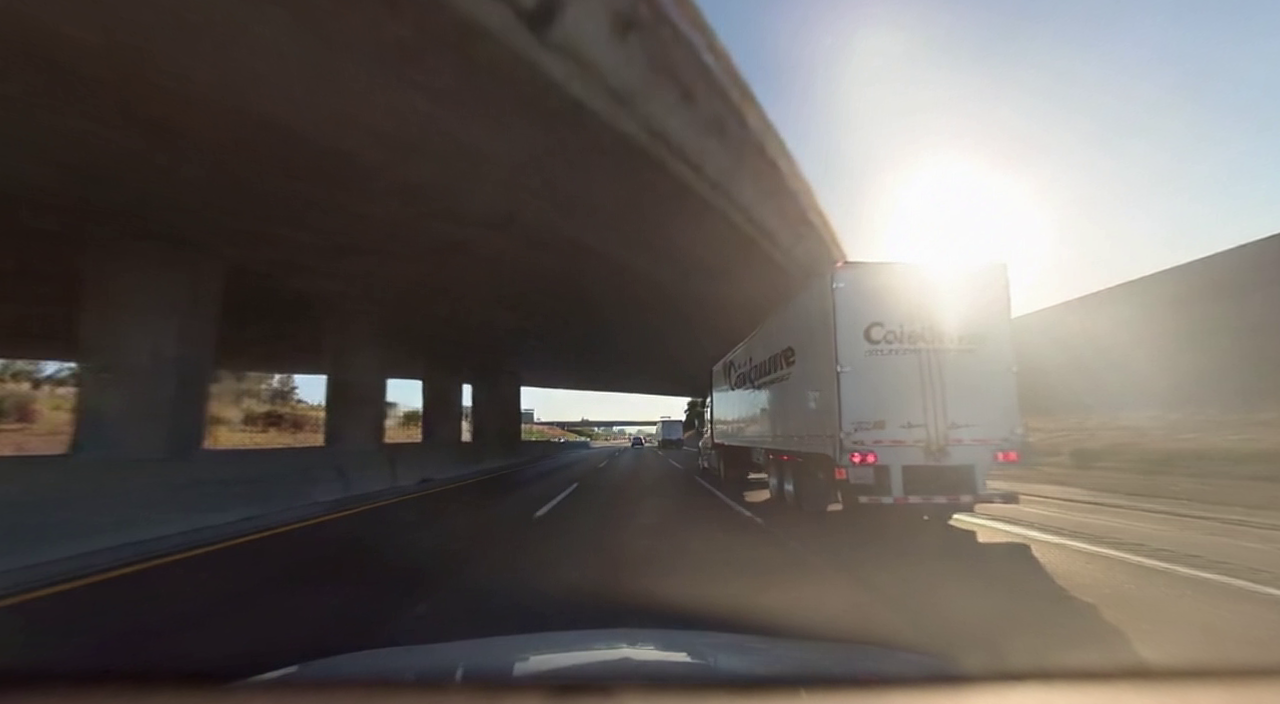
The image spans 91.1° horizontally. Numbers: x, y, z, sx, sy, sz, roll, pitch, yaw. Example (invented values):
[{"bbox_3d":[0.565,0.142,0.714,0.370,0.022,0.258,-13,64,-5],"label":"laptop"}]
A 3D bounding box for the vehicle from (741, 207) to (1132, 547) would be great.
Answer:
[{"bbox_3d":[4.059,0.840,11.697,2.840,3.947,8.920,0,-8,0],"label":"vehicle"}]
